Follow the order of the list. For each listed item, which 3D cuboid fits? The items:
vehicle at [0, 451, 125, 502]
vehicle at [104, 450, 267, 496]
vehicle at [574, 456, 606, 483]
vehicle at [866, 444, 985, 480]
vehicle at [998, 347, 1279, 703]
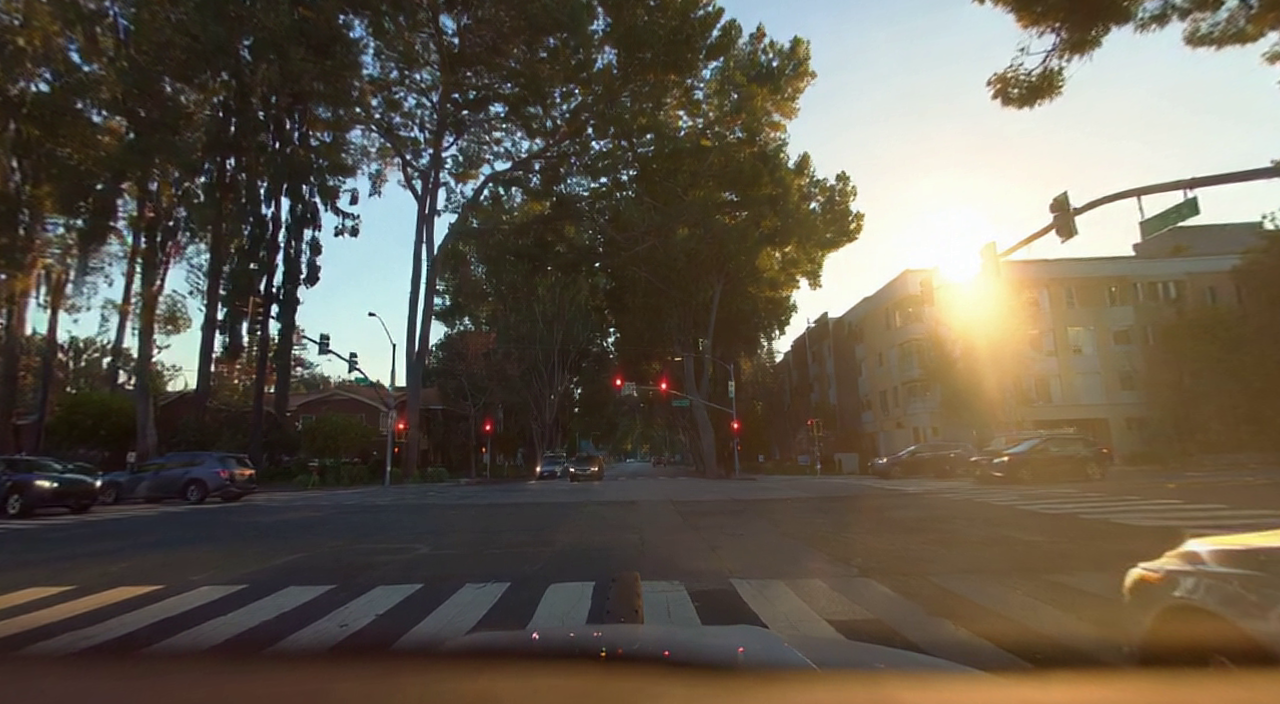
[{"bbox_3d":[-22.070,4.462,22.881,4.748,1.727,2.325,0,-8,1],"label":"vehicle"},{"bbox_3d":[-18.737,5.013,26.289,4.798,1.763,2.536,0,-10,0],"label":"vehicle"},{"bbox_3d":[-3.554,8.430,45.477,2.162,1.740,4.728,0,-8,-3],"label":"vehicle"},{"bbox_3d":[15.581,6.011,34.770,5.220,1.897,2.596,0,-8,0],"label":"vehicle"},{"bbox_3d":[3.737,0.893,2.843,2.227,1.705,4.719,-2,-8,11],"label":"vehicle"}]
